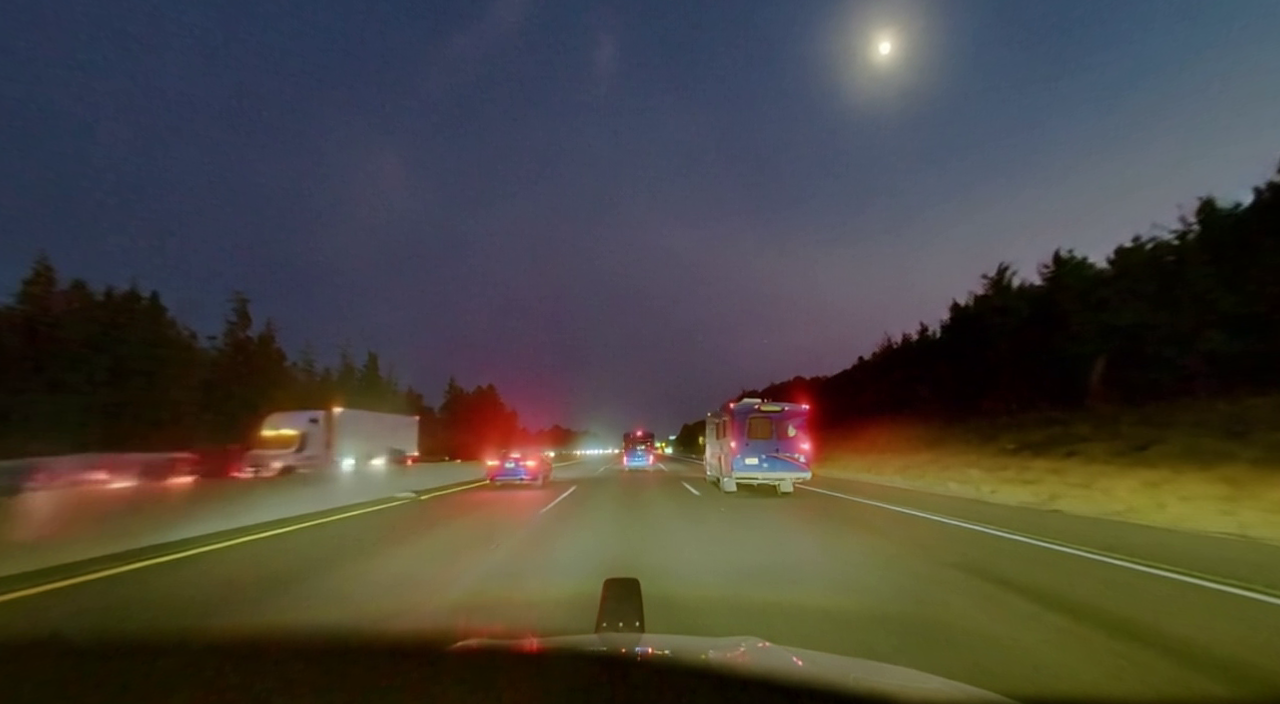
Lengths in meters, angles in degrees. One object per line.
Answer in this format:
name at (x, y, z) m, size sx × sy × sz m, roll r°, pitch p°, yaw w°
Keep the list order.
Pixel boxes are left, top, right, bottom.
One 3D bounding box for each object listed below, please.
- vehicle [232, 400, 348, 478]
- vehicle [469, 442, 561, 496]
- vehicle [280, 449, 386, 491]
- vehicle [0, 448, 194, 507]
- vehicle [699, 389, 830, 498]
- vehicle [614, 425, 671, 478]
vehicle at (-19.544, 4.955, 35.744) m, size 2.976 × 3.963 × 5.961 m, roll 0°, pitch -9°, yaw 0°
vehicle at (-3.801, 3.642, 20.056) m, size 1.959 × 1.502 × 4.559 m, roll 0°, pitch -9°, yaw 0°
vehicle at (-11.656, 4.496, 24.367) m, size 1.830 × 1.440 × 4.453 m, roll 0°, pitch -9°, yaw 0°
vehicle at (-15.783, 3.605, 18.632) m, size 2.046 × 1.505 × 4.296 m, roll 0°, pitch -9°, yaw 0°
vehicle at (3.656, 2.985, 20.542) m, size 2.607 × 2.910 × 7.252 m, roll 0°, pitch -9°, yaw -1°
vehicle at (0.089, 4.814, 30.610) m, size 2.524 × 2.310 × 4.986 m, roll 0°, pitch -9°, yaw 0°
